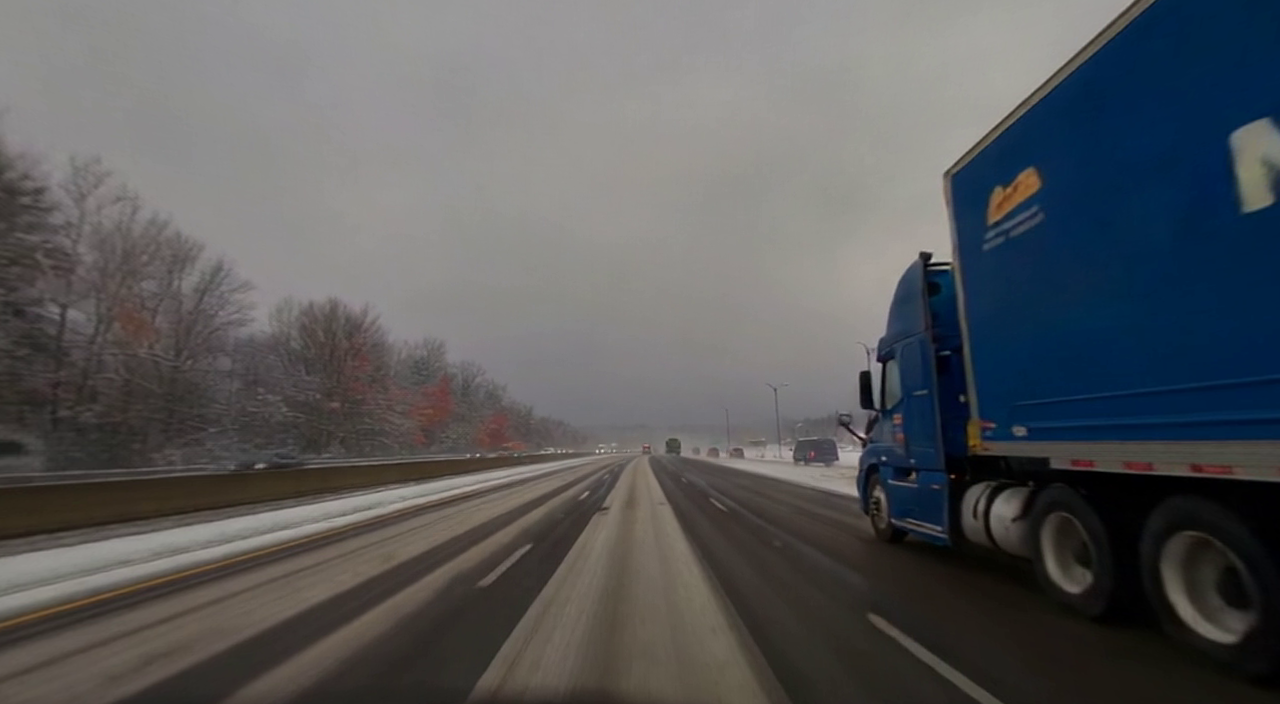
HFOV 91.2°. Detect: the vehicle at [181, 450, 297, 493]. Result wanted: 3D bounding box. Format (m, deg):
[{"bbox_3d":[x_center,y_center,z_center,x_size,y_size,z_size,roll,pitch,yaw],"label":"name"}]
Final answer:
[{"bbox_3d":[-15.402,4.588,24.344,1.850,1.489,3.955,0,-9,0],"label":"vehicle"}]
